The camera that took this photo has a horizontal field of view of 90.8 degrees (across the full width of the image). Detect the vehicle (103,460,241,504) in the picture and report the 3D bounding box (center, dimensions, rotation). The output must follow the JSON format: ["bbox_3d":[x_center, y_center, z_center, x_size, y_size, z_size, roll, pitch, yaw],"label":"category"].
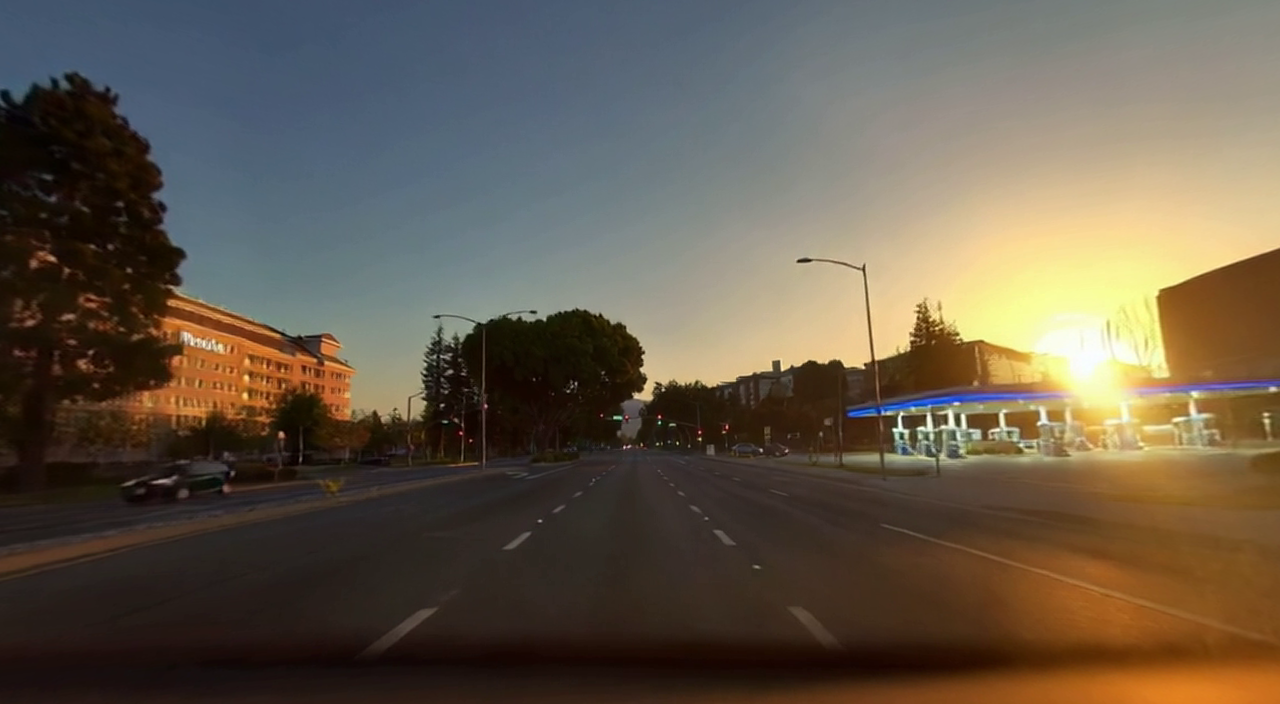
[{"bbox_3d":[-18.541,5.141,25.379,2.048,1.479,4.490,-1,-8,1],"label":"vehicle"}]
